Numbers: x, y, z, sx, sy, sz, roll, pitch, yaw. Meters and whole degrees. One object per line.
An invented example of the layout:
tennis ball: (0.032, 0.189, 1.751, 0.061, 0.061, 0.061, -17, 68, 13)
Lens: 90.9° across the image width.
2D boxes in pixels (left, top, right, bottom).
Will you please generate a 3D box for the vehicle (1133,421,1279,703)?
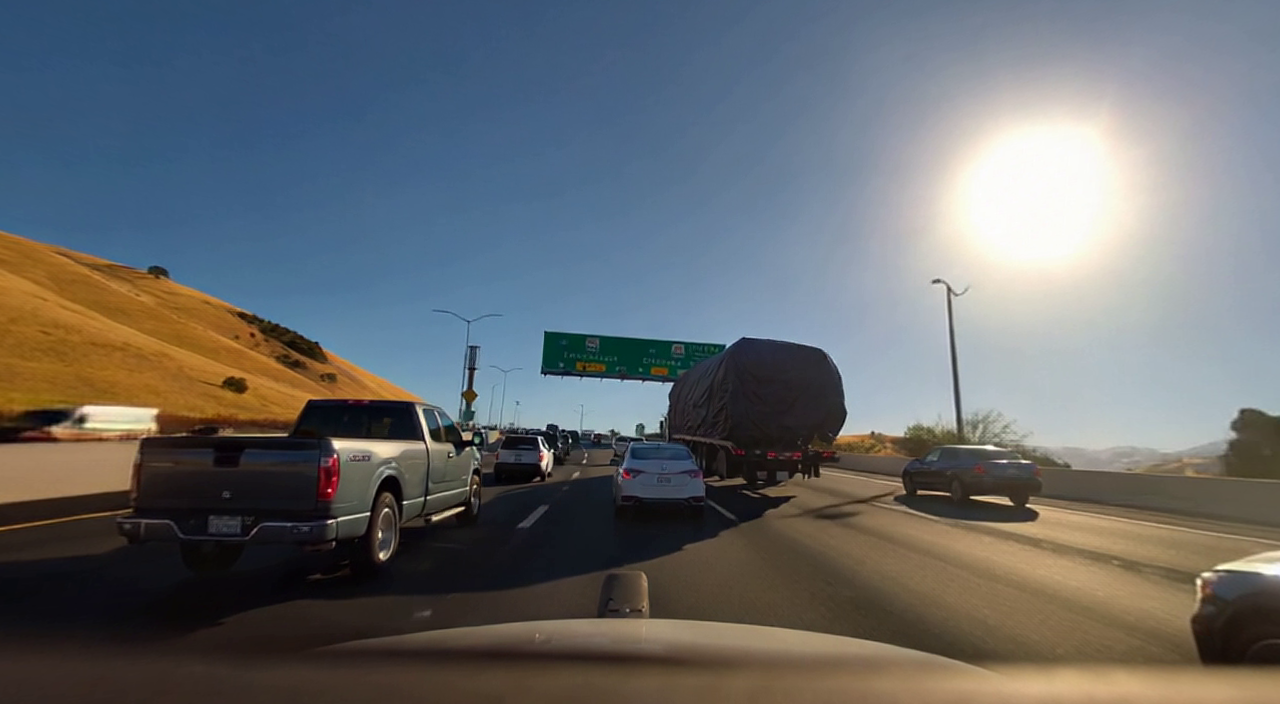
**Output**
vehicle: (3.594, 0.751, 0.759, 2.169, 1.447, 4.817, 0, -8, 1)

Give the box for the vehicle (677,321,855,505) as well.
vehicle: (3.119, 2.106, 19.597, 2.759, 4.098, 10.906, 0, -8, -3)

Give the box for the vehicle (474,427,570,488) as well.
vehicle: (-3.825, 3.536, 21.508, 2.348, 1.821, 5.061, 0, -8, -1)

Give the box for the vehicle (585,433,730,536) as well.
vehicle: (0.207, 2.214, 11.189, 2.105, 1.471, 3.978, 0, -8, -1)

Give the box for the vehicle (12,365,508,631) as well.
vehicle: (-3.288, 1.422, 7.272, 2.318, 1.902, 5.374, 0, -8, 1)

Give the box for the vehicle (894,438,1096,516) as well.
vehicle: (7.754, 2.733, 14.378, 2.092, 1.495, 4.194, 0, -8, -1)
